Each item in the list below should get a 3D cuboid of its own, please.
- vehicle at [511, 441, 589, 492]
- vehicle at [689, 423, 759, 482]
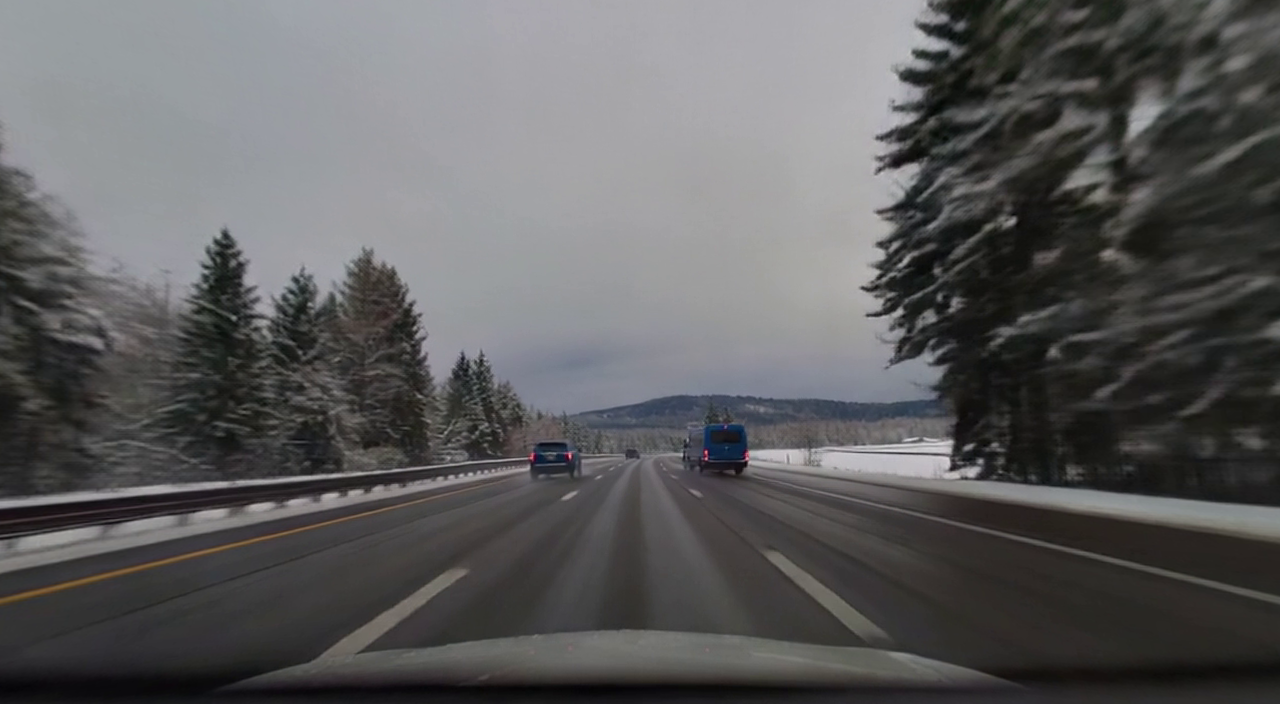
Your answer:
[{"bbox_3d":[-3.119,4.067,22.776,2.020,1.619,4.690,0,-9,1],"label":"vehicle"},{"bbox_3d":[4.092,5.091,32.049,2.614,2.655,6.429,0,-9,0],"label":"vehicle"}]
